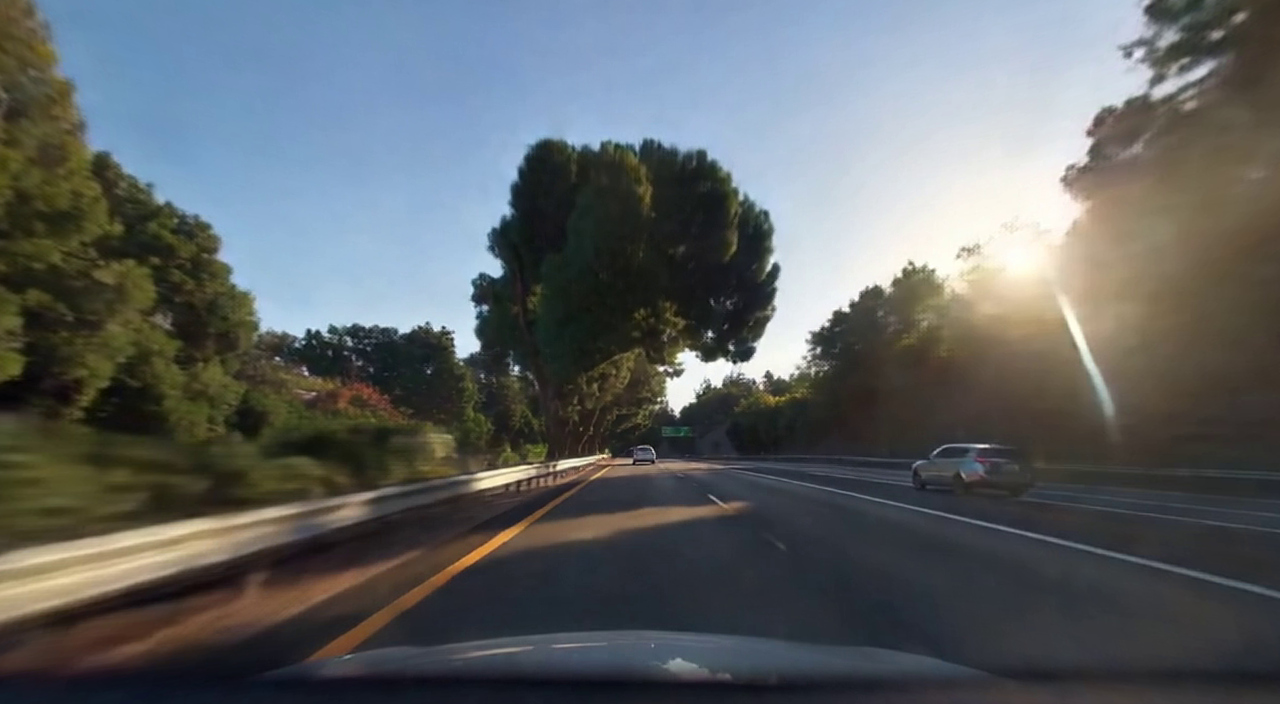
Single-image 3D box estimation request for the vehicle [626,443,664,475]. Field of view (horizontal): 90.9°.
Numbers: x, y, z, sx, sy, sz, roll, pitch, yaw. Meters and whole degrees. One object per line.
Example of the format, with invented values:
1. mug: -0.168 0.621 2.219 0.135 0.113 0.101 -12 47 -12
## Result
1. vehicle: 0.233 5.814 34.396 1.987 1.658 3.620 0 -9 0
